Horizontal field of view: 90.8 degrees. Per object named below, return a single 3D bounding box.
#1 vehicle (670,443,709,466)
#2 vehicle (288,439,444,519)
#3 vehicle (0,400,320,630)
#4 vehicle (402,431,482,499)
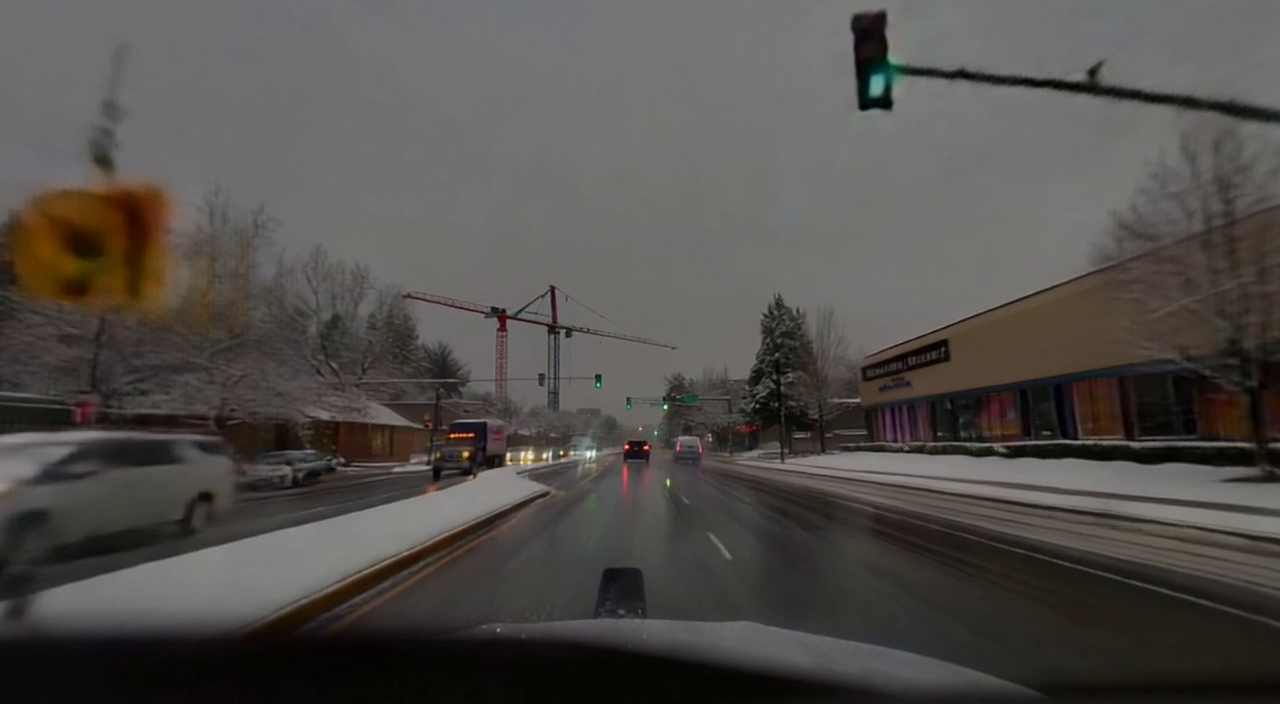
[{"bbox_3d":[3.802,8.030,49.671,2.427,1.665,5.593,0,-9,-2],"label":"vehicle"},{"bbox_3d":[-5.894,2.742,14.243,1.901,1.498,4.359,1,-9,-5],"label":"vehicle"},{"bbox_3d":[-5.709,1.578,7.057,1.983,1.715,4.466,-2,-8,0],"label":"vehicle"},{"bbox_3d":[-5.984,3.377,19.434,2.058,1.751,4.502,0,-8,-15],"label":"vehicle"}]
